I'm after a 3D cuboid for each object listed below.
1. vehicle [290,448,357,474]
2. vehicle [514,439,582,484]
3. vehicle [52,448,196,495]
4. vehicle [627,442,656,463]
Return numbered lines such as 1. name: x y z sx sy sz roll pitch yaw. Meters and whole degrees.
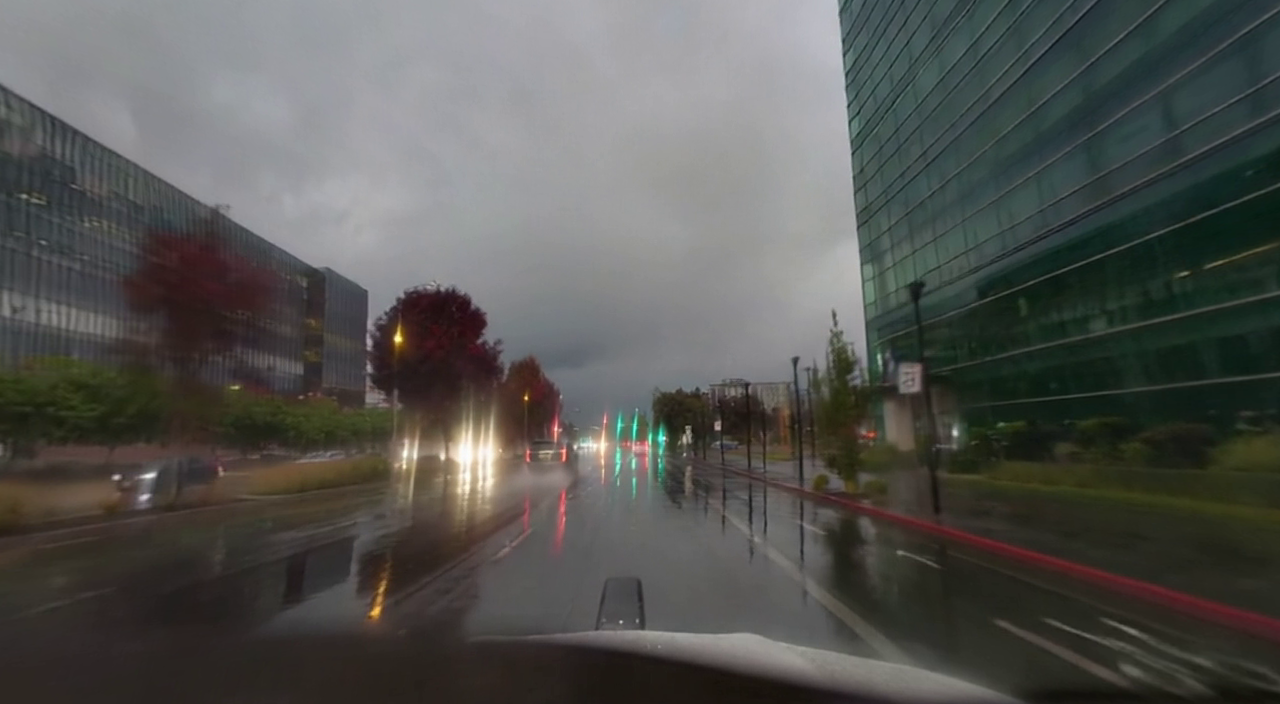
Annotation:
1. vehicle: -20.306 6.988 40.750 1.959 1.536 4.455 0 -8 0
2. vehicle: -3.389 4.081 23.975 1.983 1.545 3.773 0 -8 0
3. vehicle: -20.360 4.686 25.235 1.900 1.638 4.567 0 -8 -1
4. vehicle: 0.107 7.529 47.391 2.102 1.482 4.125 0 -8 0
